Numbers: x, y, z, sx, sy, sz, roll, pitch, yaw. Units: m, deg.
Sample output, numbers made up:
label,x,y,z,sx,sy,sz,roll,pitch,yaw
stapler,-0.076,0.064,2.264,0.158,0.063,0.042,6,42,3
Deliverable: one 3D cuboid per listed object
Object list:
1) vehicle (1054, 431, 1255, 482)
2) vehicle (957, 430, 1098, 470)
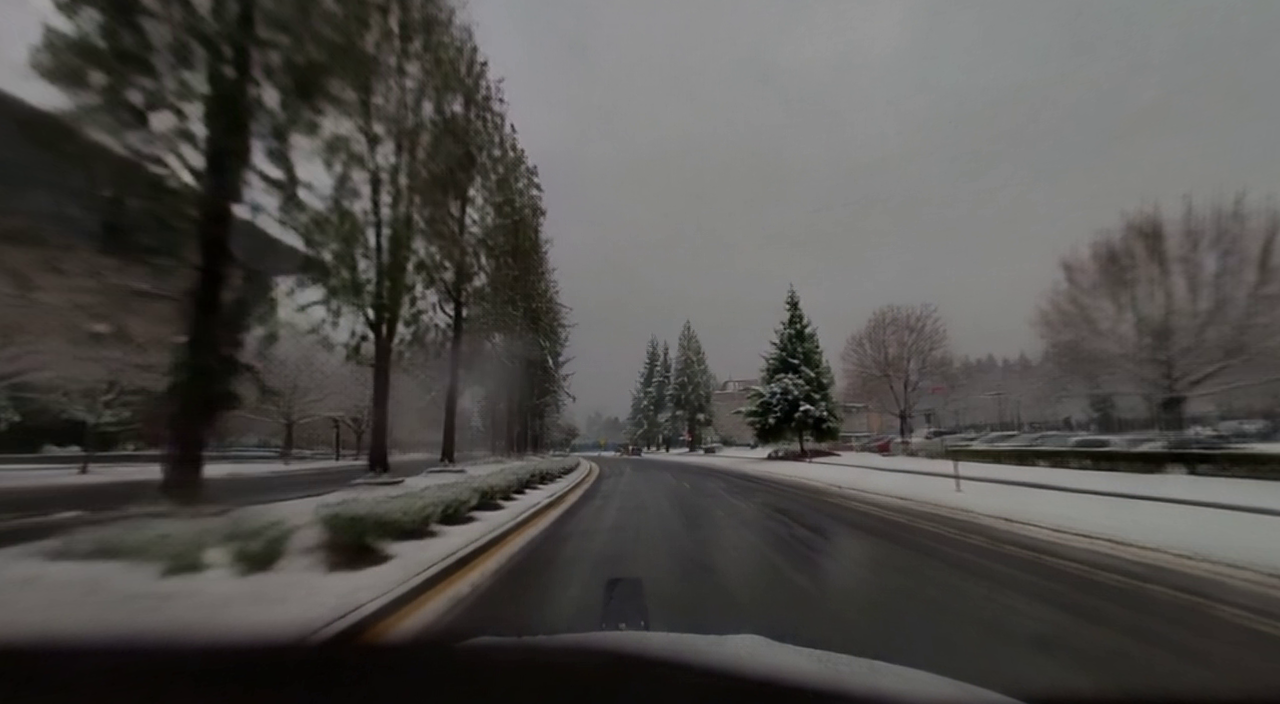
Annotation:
label,x,y,z,sx,sy,sz,roll,pitch,yaw
vehicle,15.396,3.129,19.096,4.120,1.357,2.170,-2,-7,2
vehicle,15.816,4.009,25.859,4.526,1.517,1.979,1,-9,-4
